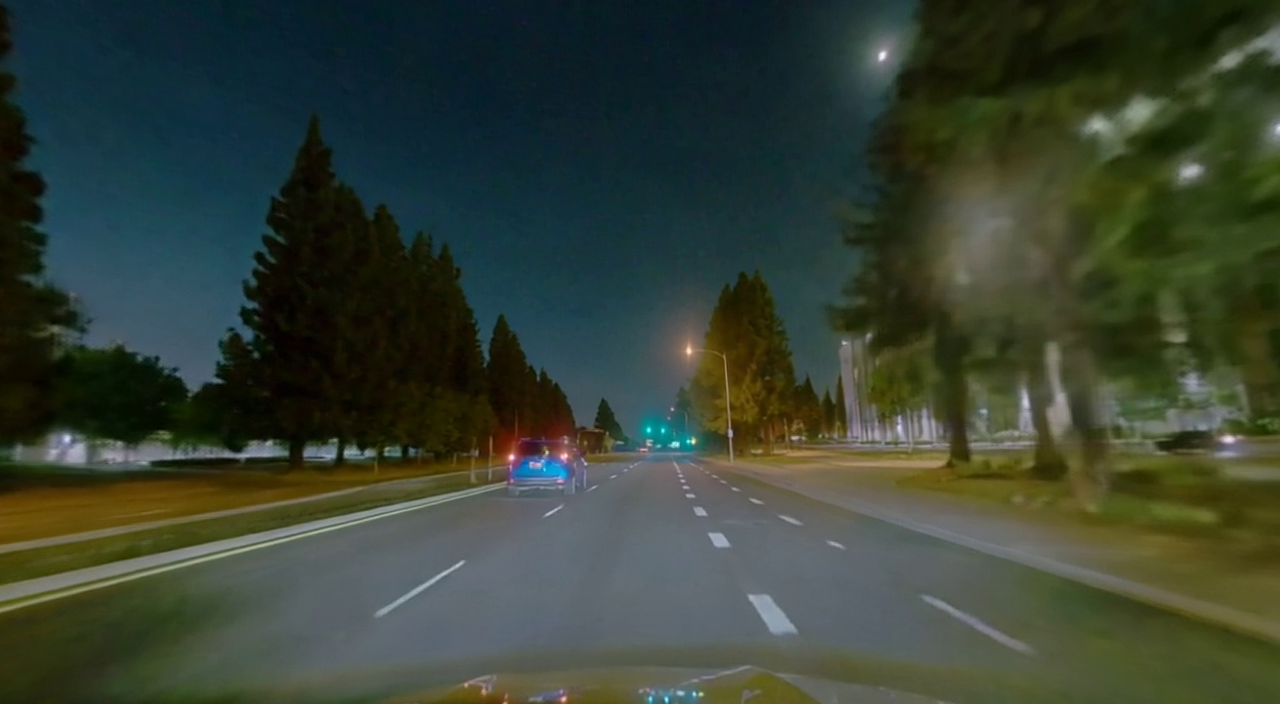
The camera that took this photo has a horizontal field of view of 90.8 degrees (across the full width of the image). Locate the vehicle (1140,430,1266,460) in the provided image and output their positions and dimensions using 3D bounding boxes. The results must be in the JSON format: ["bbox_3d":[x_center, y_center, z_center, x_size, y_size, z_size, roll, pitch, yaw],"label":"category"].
[{"bbox_3d":[32.590,5.388,36.683,5.239,1.663,1.977,0,-9,1],"label":"vehicle"}]

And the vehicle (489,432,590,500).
[{"bbox_3d":[-2.761,3.277,18.506,2.121,1.724,4.392,0,-9,2],"label":"vehicle"}]
